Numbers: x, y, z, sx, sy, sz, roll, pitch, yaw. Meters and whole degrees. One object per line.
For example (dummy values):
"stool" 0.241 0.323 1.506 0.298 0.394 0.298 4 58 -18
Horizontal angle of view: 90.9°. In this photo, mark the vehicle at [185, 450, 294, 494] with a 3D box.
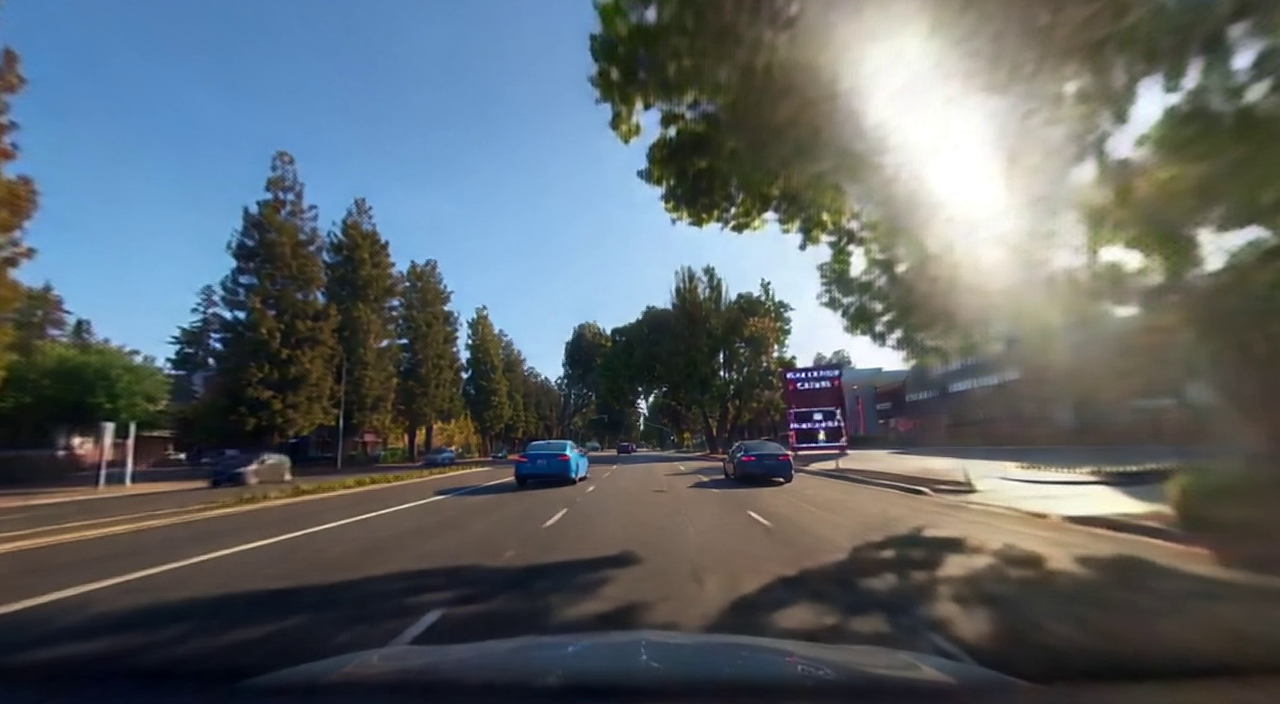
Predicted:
"vehicle" -15.910 4.761 25.303 1.778 1.549 3.914 0 -8 1

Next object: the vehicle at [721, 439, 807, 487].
"vehicle" 4.126 3.771 21.740 1.977 1.474 4.399 0 -8 -1

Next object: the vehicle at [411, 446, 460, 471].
"vehicle" -15.090 7.867 46.743 2.052 1.729 4.598 0 -8 0

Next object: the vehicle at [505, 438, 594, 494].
"vehicle" -2.658 3.461 19.528 2.001 1.504 4.212 -1 -8 2
